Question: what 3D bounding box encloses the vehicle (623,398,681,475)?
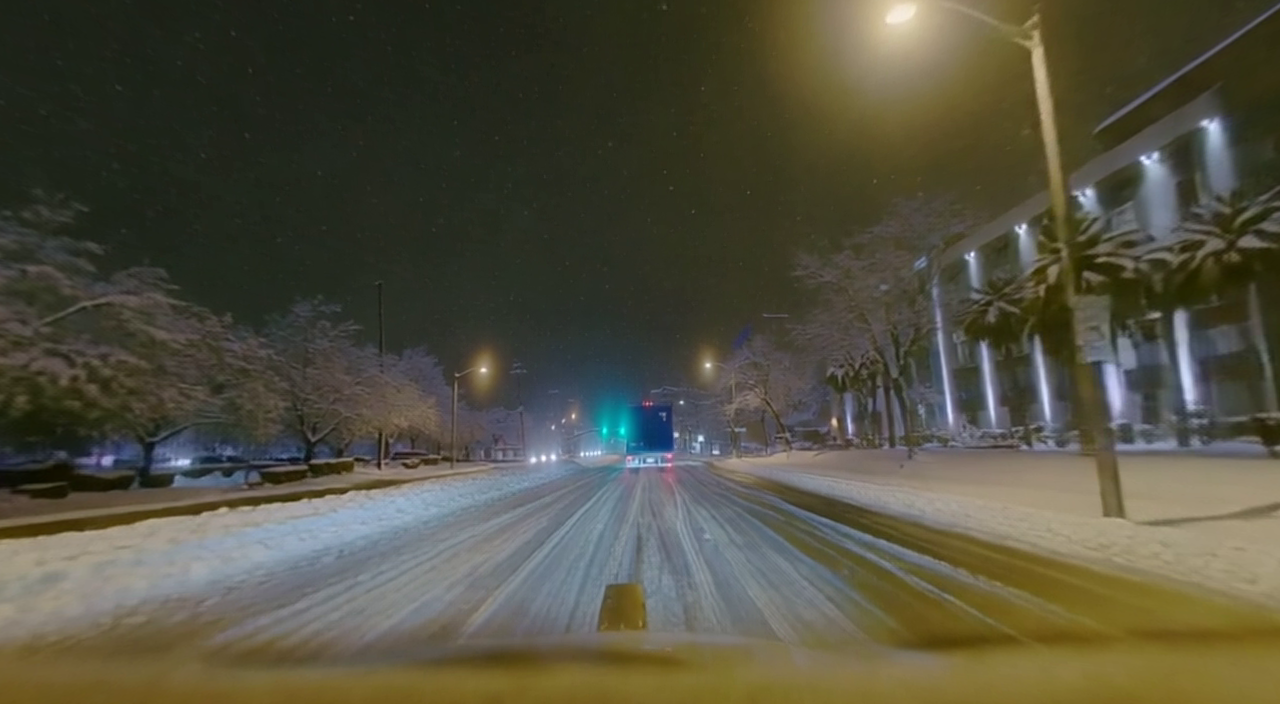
[{"bbox_3d":[0.483,5.259,38.472,2.992,3.949,11.815,0,-9,-1],"label":"vehicle"}]
